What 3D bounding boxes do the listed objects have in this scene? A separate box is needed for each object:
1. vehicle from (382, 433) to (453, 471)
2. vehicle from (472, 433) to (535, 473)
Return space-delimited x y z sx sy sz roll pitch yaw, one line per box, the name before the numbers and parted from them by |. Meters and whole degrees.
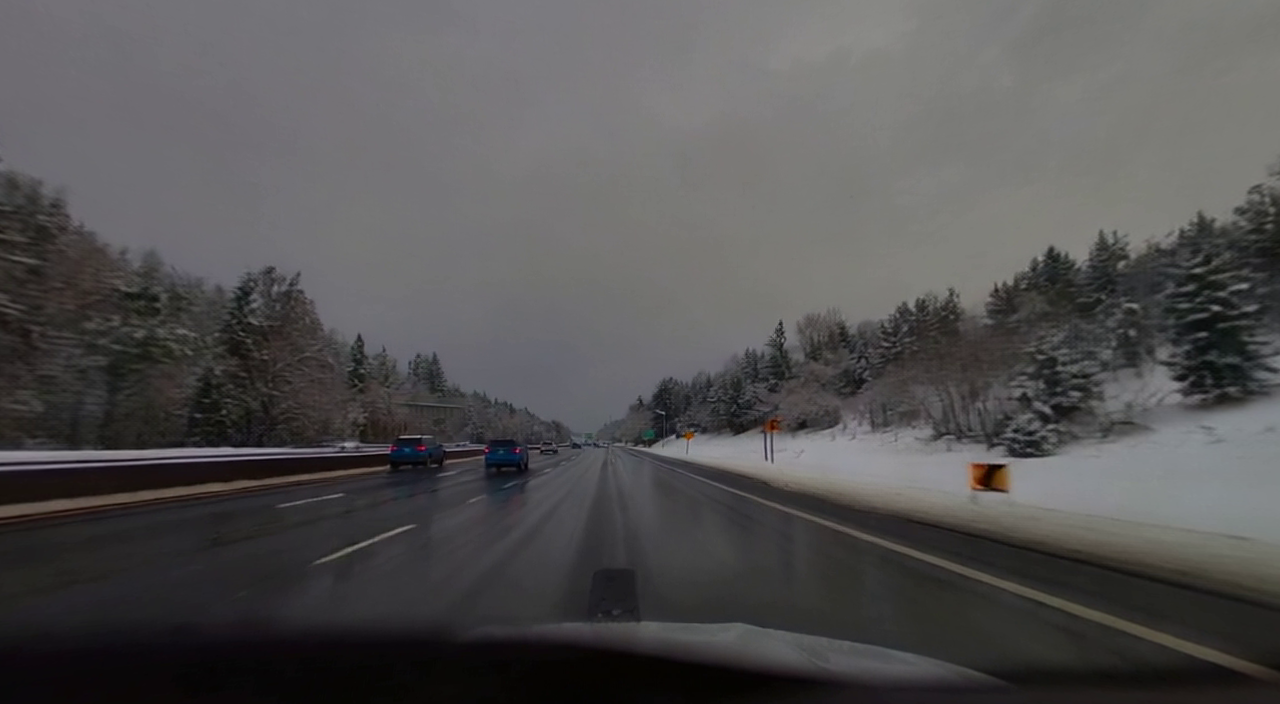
vehicle | -10.793 4.885 31.019 2.016 1.711 4.365 0 -9 -2
vehicle | -6.436 4.839 30.312 2.146 1.766 4.502 0 -9 -2
